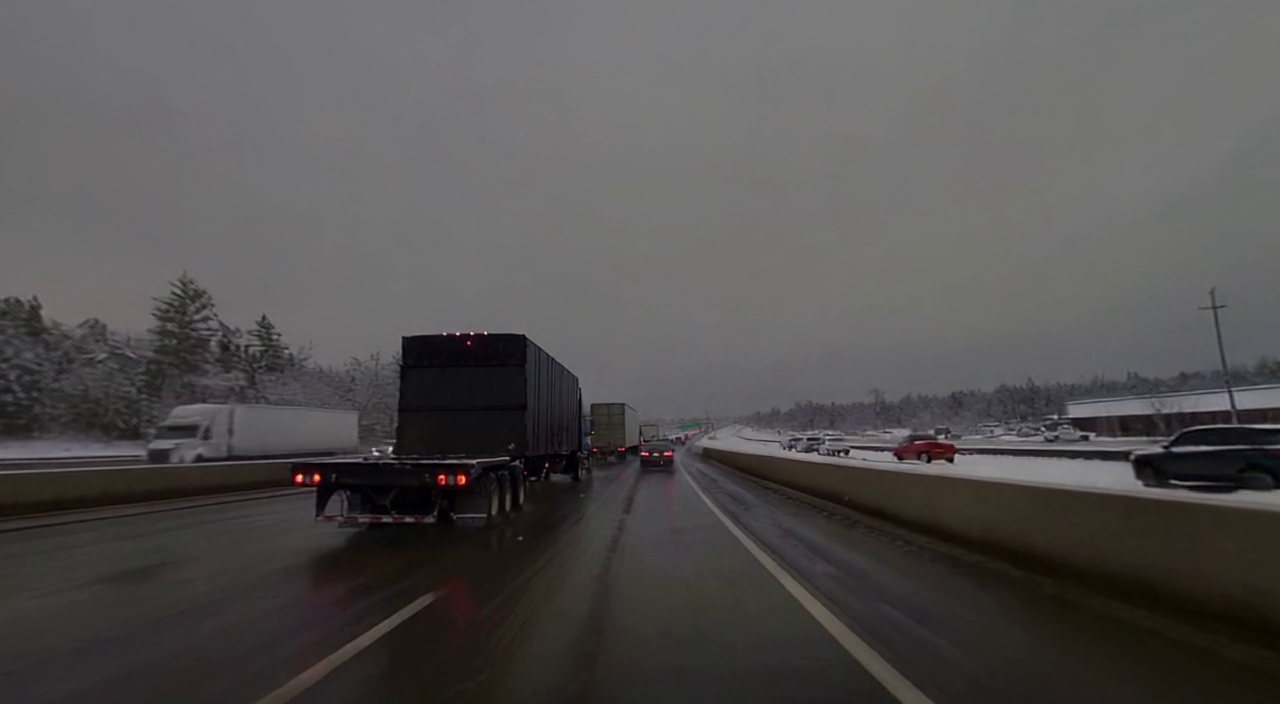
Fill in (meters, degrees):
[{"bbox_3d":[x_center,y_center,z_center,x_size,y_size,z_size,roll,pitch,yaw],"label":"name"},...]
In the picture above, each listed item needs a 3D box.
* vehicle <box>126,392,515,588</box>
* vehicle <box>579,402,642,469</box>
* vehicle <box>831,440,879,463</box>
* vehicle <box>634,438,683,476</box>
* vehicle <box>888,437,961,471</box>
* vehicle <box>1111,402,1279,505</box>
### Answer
[{"bbox_3d":[-3.366,1.552,7.720,2.896,1.779,3.441,-1,-8,1],"label":"vehicle"},{"bbox_3d":[-1.726,5.649,41.919,3.073,3.894,9.782,-1,-9,4],"label":"vehicle"},{"bbox_3d":[16.198,7.514,47.752,2.237,1.656,4.676,-1,-9,3],"label":"vehicle"},{"bbox_3d":[0.908,4.952,29.781,2.178,1.640,4.071,-1,-9,3],"label":"vehicle"},{"bbox_3d":[14.978,5.383,33.438,2.022,1.675,4.792,-1,-9,5],"label":"vehicle"},{"bbox_3d":[14.178,2.337,14.656,2.186,2.074,5.586,0,-9,2],"label":"vehicle"}]
